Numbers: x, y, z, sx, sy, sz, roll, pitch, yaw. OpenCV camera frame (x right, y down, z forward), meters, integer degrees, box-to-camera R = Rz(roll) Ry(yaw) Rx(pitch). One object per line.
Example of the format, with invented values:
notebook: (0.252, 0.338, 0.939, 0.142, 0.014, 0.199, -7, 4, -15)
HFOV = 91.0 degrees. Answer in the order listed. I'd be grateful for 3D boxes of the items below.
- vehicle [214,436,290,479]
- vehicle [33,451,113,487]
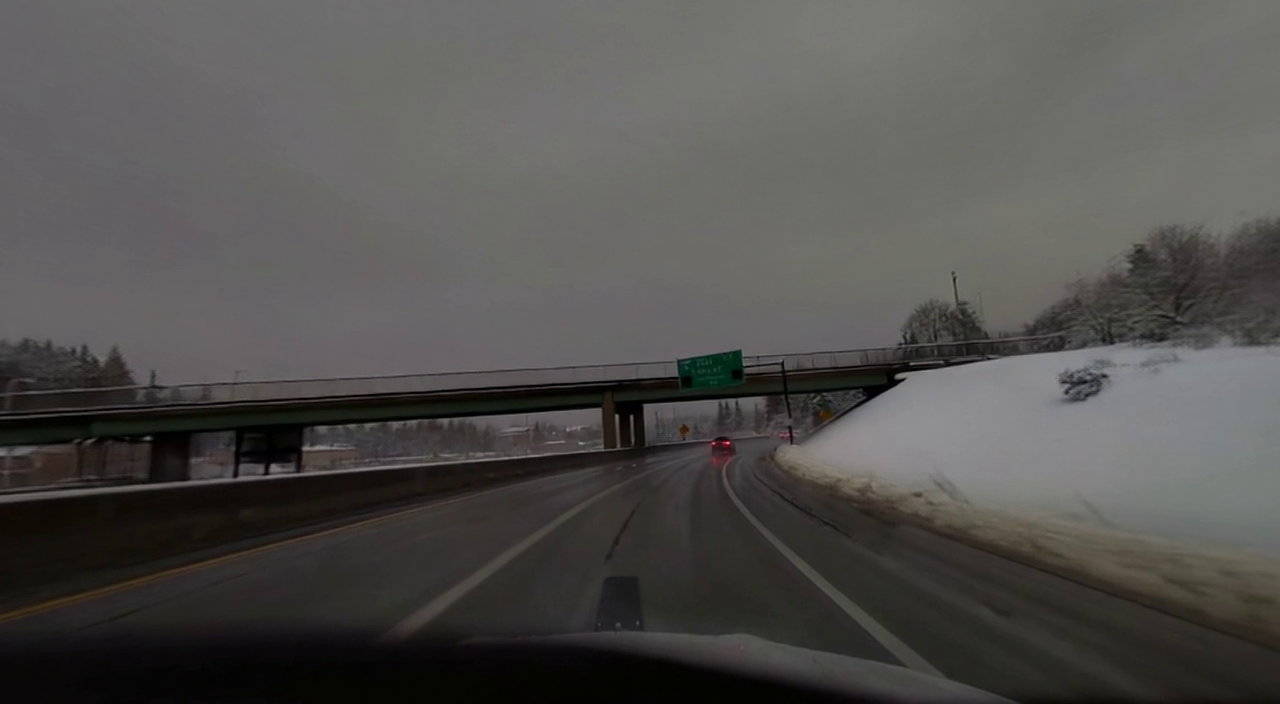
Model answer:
vehicle: (-29.533, 7.995, 48.176, 3.208, 3.081, 4.948, 1, -9, -10)
vehicle: (-31.973, 6.544, 35.657, 1.878, 1.761, 4.049, 3, -8, -20)
